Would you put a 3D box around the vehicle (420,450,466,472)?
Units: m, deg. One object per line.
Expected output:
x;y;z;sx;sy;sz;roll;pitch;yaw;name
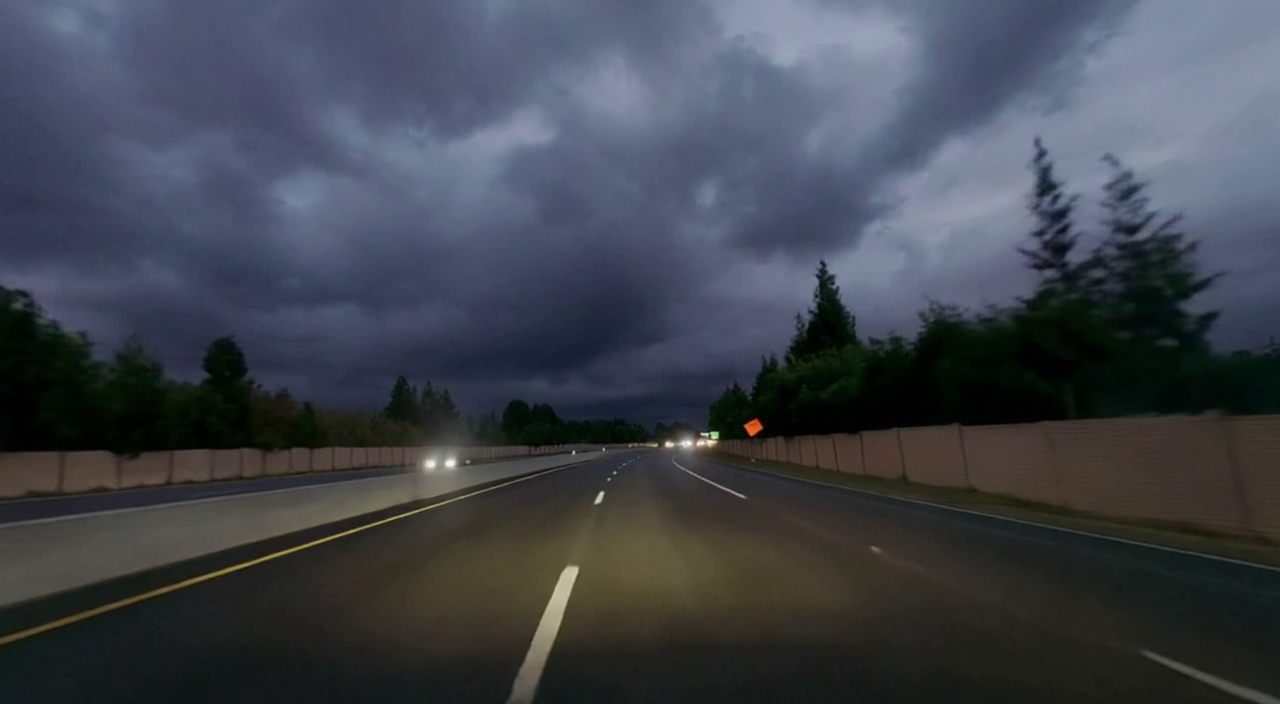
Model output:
-14.638;8.098;46.956;1.950;1.472;4.638;-1;-9;1;vehicle
